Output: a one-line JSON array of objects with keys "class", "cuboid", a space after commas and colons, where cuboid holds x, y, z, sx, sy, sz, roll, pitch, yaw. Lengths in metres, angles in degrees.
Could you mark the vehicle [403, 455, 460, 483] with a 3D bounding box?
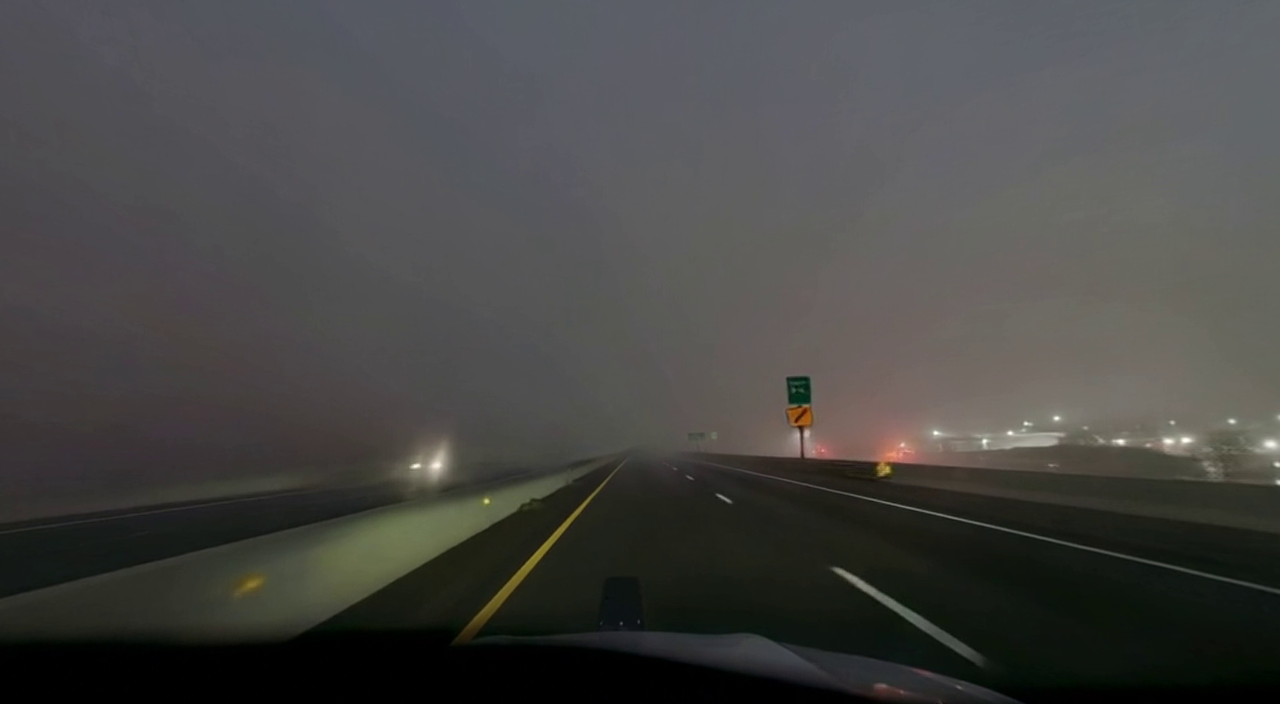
[{"class": "vehicle", "cuboid": [-11.699, 6.576, 35.645, 1.871, 1.469, 3.687, 0, -9, 1]}]
